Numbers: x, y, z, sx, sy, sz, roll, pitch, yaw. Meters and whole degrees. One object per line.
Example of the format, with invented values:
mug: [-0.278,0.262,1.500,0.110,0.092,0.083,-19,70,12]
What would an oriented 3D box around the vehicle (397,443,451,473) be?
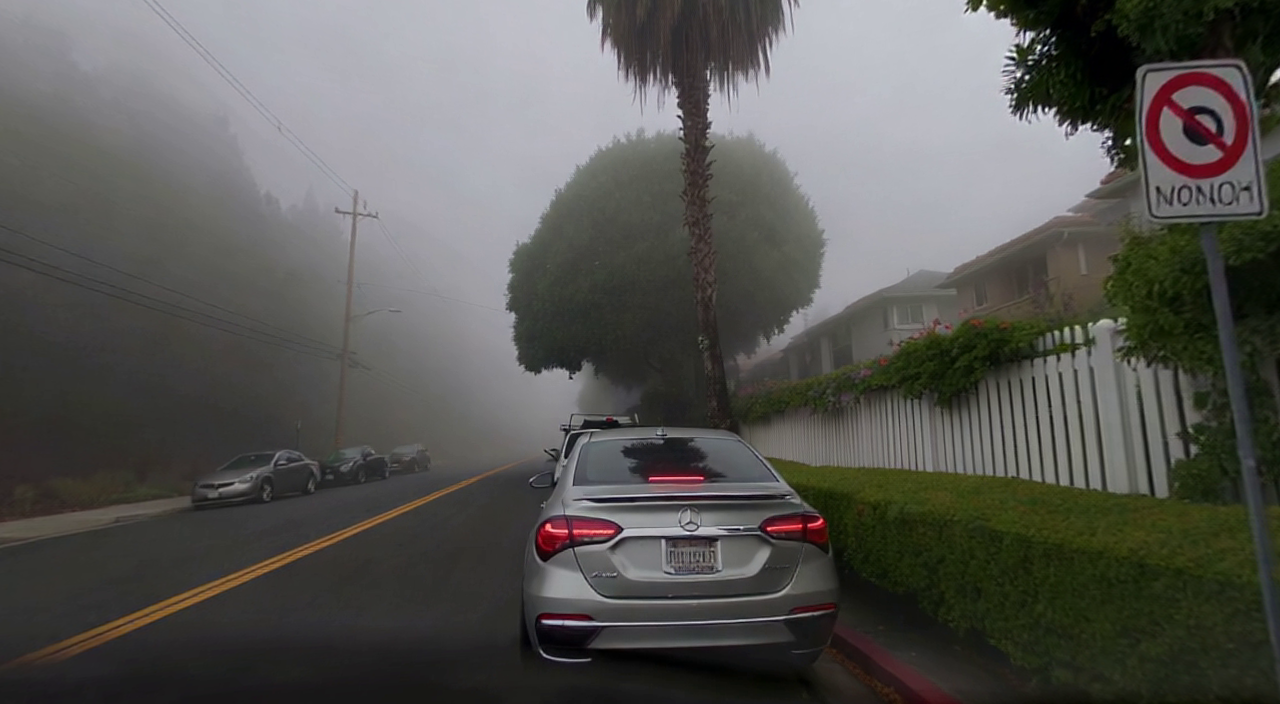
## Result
vehicle: [-13.157,6.464,38.692,2.060,1.689,4.999,1,-8,-7]

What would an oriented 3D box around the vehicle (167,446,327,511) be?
vehicle: [-11.401,3.650,18.805,2.017,1.627,5.039,1,-8,-7]

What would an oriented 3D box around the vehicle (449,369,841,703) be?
vehicle: [-0.136,1.214,5.003,1.894,1.695,3.795,1,-8,-6]

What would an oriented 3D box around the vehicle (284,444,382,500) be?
vehicle: [-12.148,4.710,25.285,2.048,1.485,4.757,-4,-4,-8]
